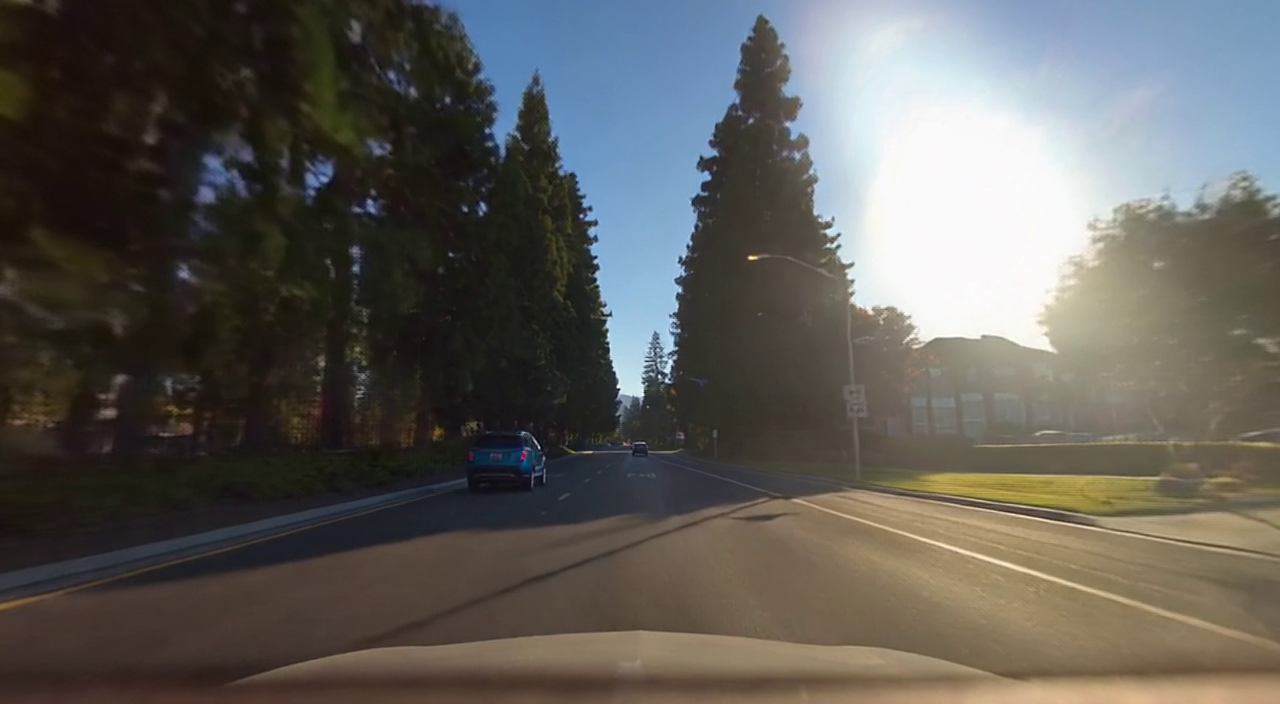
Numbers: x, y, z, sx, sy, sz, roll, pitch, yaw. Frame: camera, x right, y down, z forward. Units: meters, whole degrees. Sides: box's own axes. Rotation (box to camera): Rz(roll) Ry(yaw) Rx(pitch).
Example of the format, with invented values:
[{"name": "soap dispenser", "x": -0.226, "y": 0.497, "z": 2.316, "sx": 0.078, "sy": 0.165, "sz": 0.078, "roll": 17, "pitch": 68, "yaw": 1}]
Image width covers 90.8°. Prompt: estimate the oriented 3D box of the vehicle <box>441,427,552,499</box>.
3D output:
[{"name": "vehicle", "x": -3.794, "y": 3.017, "z": 17.539, "sx": 2.078, "sy": 1.748, "sz": 4.279, "roll": 0, "pitch": -8, "yaw": 0}]
